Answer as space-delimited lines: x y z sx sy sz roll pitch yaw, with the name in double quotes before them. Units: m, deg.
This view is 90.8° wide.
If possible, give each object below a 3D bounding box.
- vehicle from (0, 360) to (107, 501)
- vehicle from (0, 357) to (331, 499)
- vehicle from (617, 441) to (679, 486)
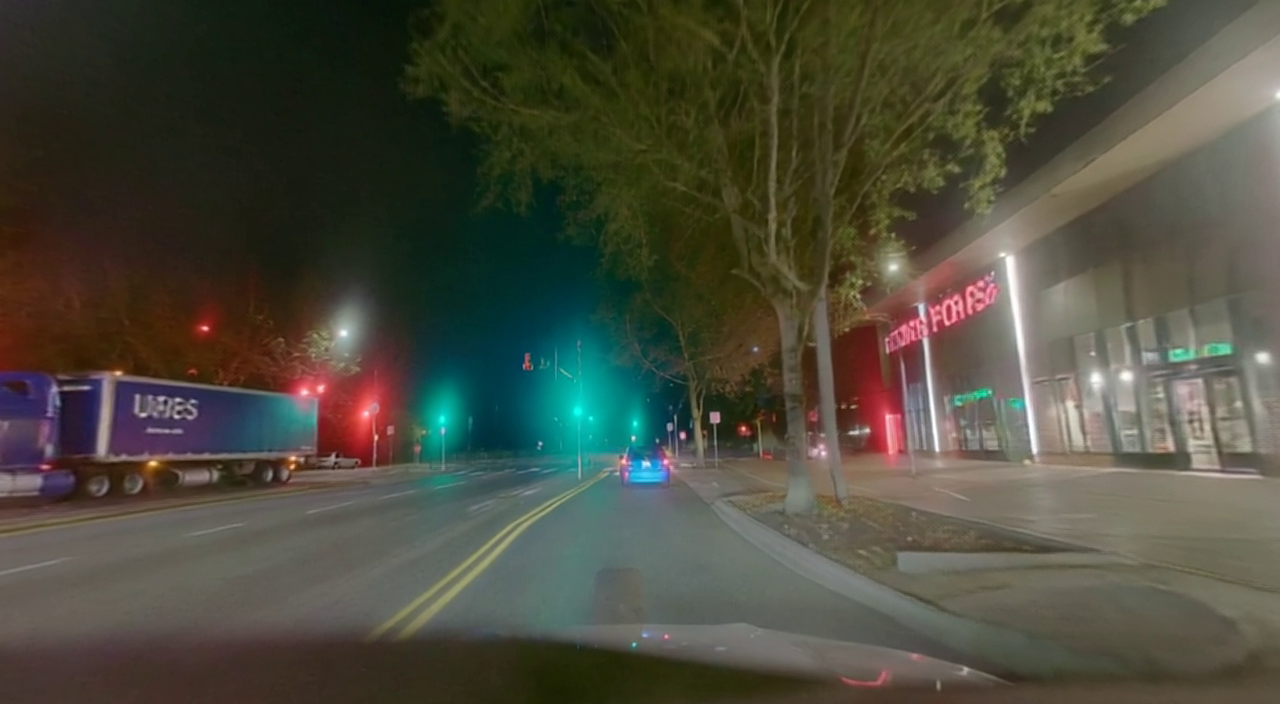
"vehicle" -19.784 2.220 17.890 3.045 3.961 6.104 -3 -9 19
"vehicle" -17.596 3.024 23.808 2.792 4.025 11.784 -3 -9 20
"vehicle" 0.336 3.937 22.660 2.006 1.470 3.799 0 -8 2
